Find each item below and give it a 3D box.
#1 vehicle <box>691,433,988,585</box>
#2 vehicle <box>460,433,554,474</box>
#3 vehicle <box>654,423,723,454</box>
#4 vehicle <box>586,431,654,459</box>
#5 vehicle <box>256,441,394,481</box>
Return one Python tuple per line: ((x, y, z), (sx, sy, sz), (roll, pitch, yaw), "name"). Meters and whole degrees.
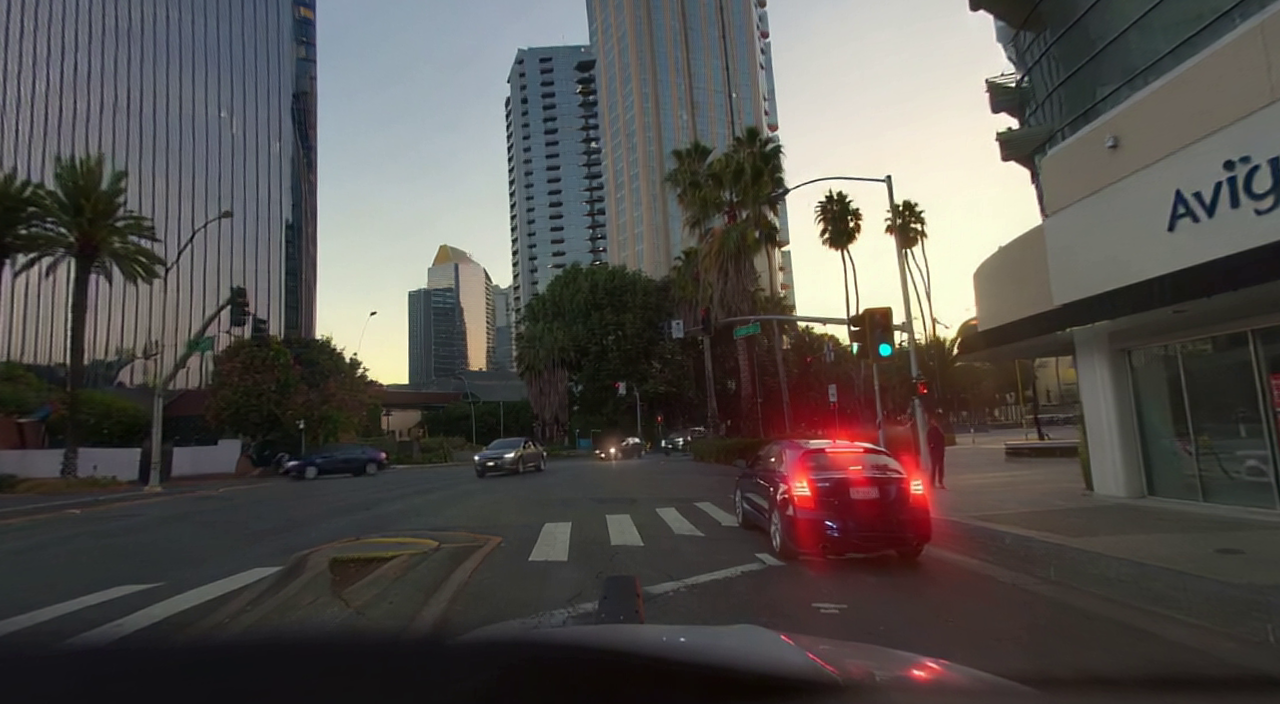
((2.197, 1.893, 8.663), (2.090, 1.466, 4.676), (1, -8, -7), "vehicle")
((-5.233, 4.063, 25.496), (2.052, 1.478, 4.395), (-2, -9, 12), "vehicle")
((3.422, 5.973, 43.251), (2.190, 1.964, 5.614), (-6, -10, 34), "vehicle")
((-1.315, 6.510, 44.104), (2.029, 1.822, 5.090), (-6, -10, 36), "vehicle")
((-13.130, 4.532, 26.654), (1.896, 1.492, 4.808), (-6, -10, 34), "vehicle")
